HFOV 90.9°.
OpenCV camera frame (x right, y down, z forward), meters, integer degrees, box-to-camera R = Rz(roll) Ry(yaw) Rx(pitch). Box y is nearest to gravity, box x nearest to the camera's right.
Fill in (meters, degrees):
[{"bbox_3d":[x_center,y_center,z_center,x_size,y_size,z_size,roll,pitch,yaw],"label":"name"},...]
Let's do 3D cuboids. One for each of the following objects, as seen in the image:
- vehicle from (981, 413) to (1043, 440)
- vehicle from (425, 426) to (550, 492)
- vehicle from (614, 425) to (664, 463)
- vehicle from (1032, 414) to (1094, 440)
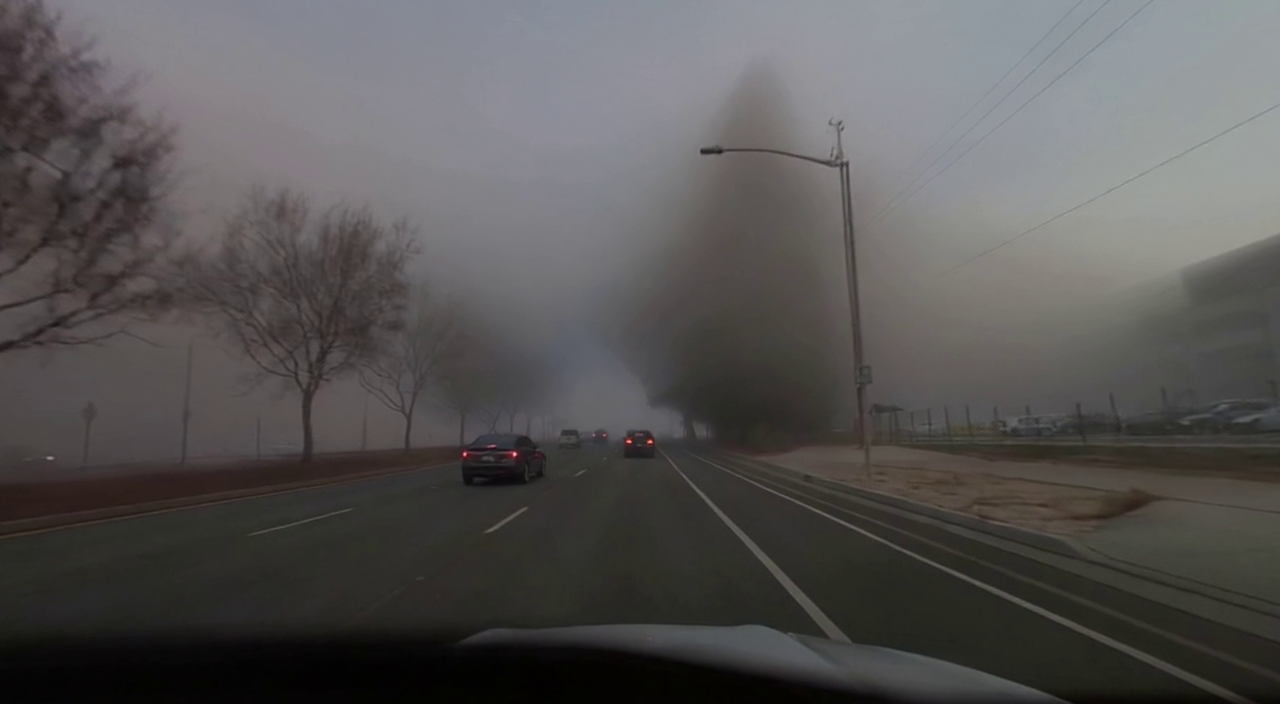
[{"bbox_3d":[21.967,4.460,37.434,1.833,1.471,4.656,-2,-8,13],"label":"vehicle"},{"bbox_3d":[-3.774,2.741,16.628,1.942,1.462,4.905,0,-8,2],"label":"vehicle"},{"bbox_3d":[-0.063,4.377,30.035,2.199,1.652,4.101,0,-8,0],"label":"vehicle"},{"bbox_3d":[24.464,4.402,36.616,1.741,1.416,3.831,-2,-8,15],"label":"vehicle"}]
